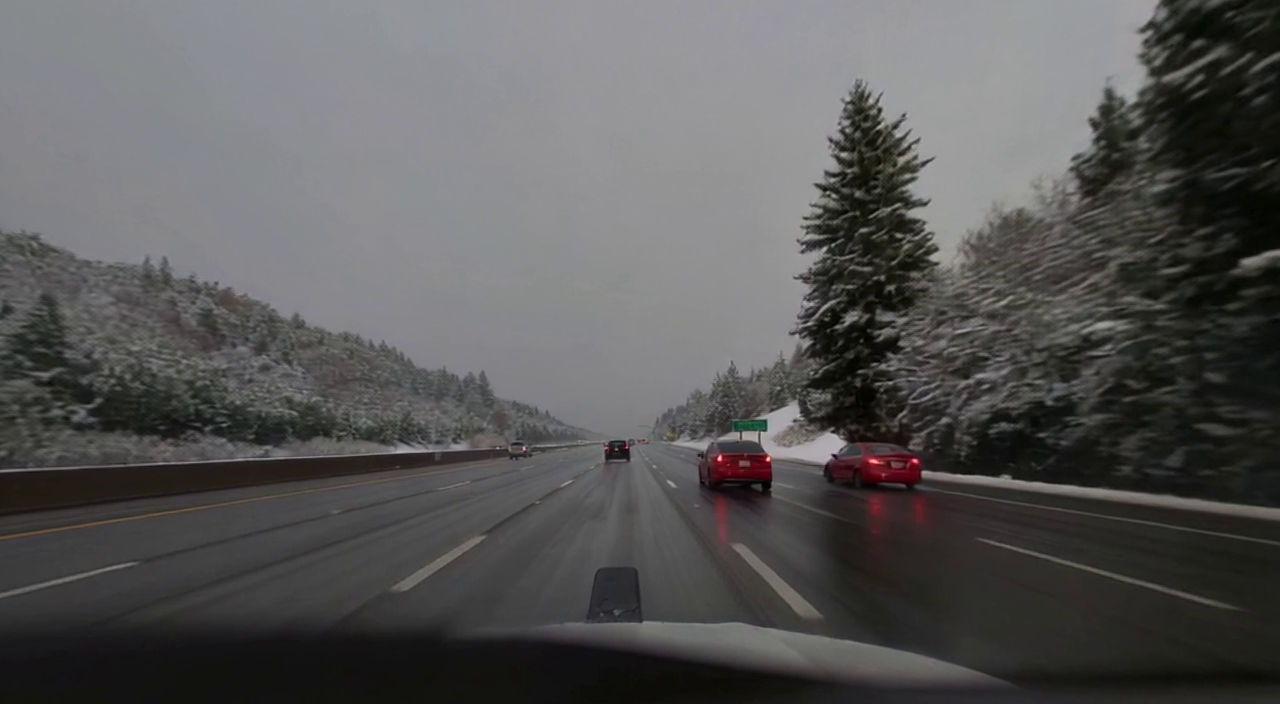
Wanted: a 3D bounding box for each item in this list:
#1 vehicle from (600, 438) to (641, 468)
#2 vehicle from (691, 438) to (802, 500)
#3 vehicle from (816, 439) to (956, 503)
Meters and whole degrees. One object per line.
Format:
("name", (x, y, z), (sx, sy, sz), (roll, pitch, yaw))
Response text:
("vehicle", (-1.152, 6.016, 37.768), (2.277, 1.675, 4.023), (0, -8, -2))
("vehicle", (2.800, 3.212, 17.844), (2.120, 1.492, 4.734), (0, -8, -3))
("vehicle", (6.366, 3.104, 16.968), (1.845, 1.452, 4.352), (0, -8, -2))
